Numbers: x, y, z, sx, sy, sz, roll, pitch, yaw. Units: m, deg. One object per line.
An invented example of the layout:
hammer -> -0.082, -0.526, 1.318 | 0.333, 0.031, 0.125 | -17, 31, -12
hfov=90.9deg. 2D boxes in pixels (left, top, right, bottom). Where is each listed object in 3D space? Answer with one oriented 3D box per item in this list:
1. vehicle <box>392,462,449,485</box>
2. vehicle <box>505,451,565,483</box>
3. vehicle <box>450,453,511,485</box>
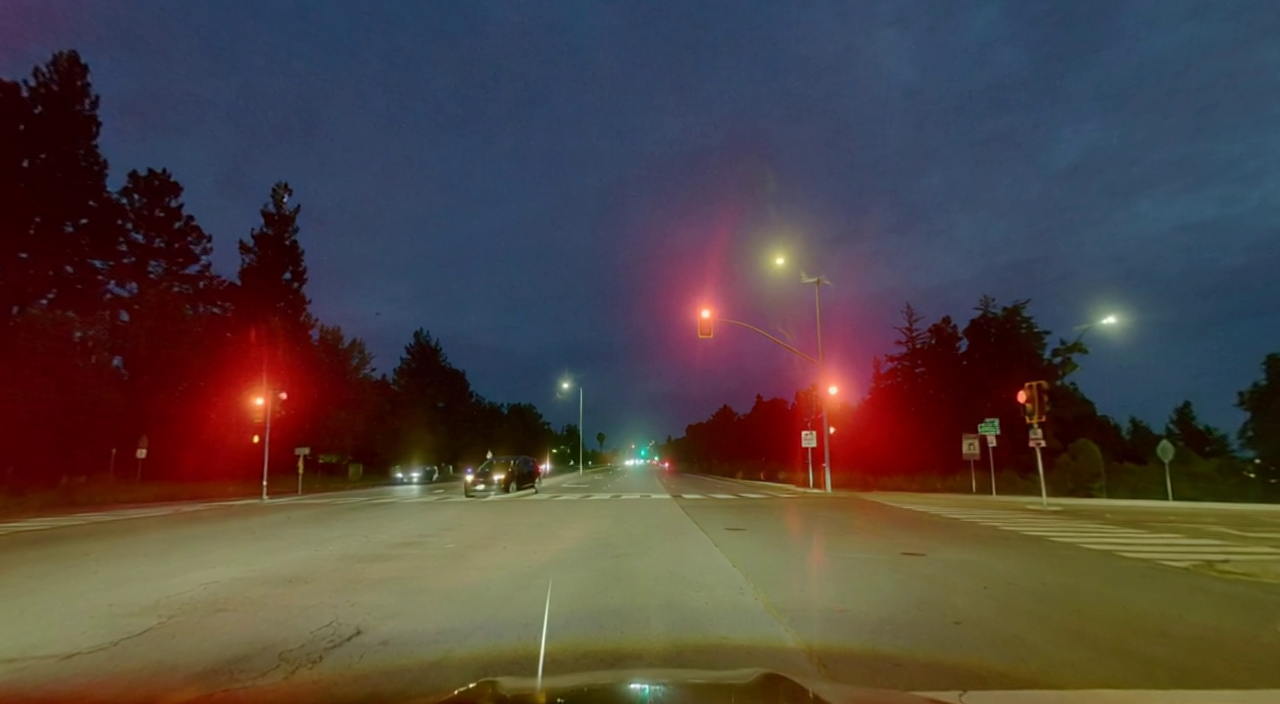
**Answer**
vehicle -> -16.427, 9.122, 47.433 | 2.029, 1.500, 4.491 | -2, -9, 11
vehicle -> -5.247, 5.792, 32.104 | 2.107, 1.456, 4.728 | 0, -8, 1
vehicle -> -8.040, 5.901, 32.113 | 1.960, 1.433, 4.213 | 0, -8, 1
